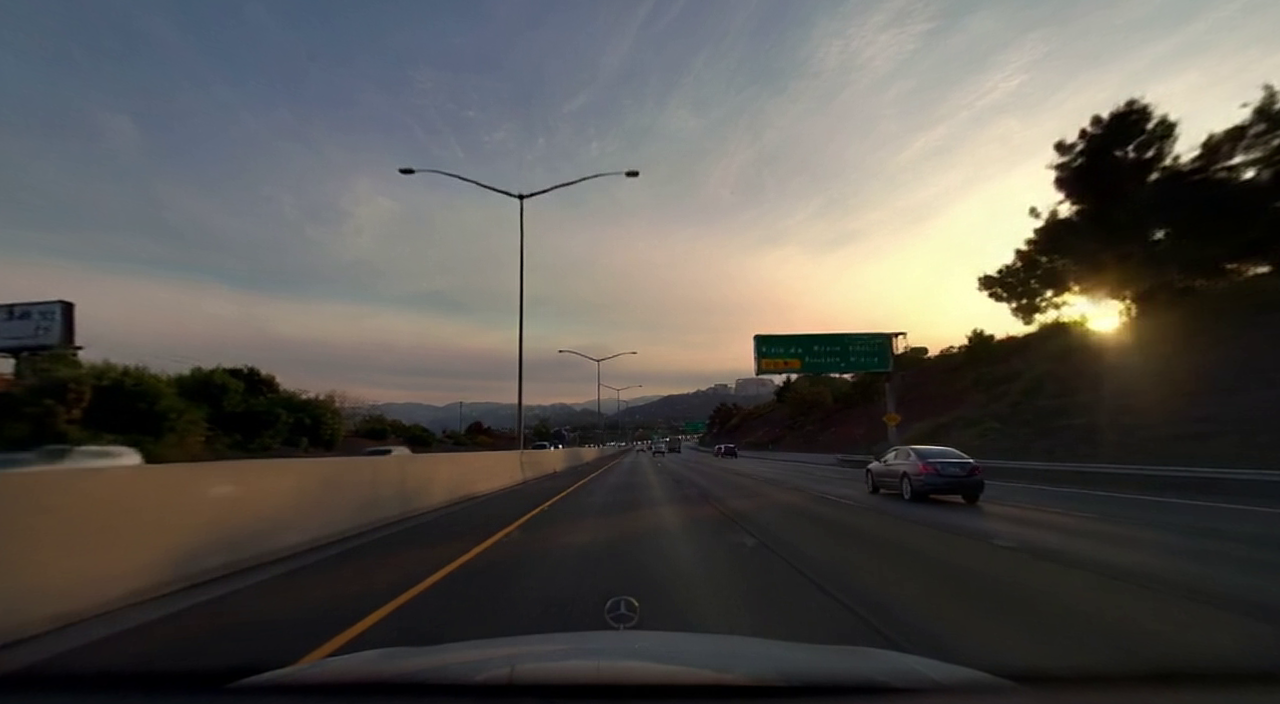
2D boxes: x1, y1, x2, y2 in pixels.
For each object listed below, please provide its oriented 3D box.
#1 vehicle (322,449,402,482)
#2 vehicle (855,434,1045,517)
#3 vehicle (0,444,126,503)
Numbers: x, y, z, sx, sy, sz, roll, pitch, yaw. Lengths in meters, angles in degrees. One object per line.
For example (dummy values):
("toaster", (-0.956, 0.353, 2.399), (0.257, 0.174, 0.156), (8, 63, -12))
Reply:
("vehicle", (-13.972, 5.720, 32.101), (2.010, 1.519, 4.460), (0, -9, 1))
("vehicle", (6.723, 2.714, 14.442), (1.901, 1.548, 4.684), (0, -9, -1))
("vehicle", (-21.098, 4.132, 21.861), (2.056, 1.840, 5.342), (0, -9, 0))
